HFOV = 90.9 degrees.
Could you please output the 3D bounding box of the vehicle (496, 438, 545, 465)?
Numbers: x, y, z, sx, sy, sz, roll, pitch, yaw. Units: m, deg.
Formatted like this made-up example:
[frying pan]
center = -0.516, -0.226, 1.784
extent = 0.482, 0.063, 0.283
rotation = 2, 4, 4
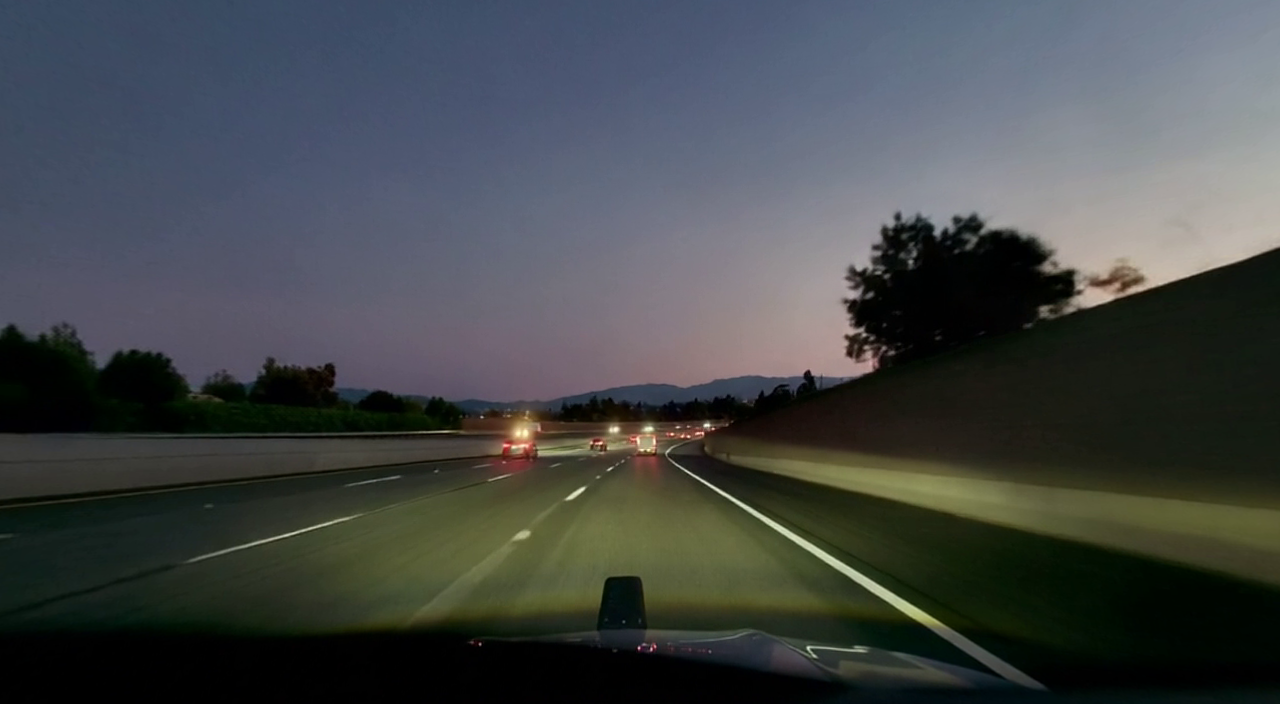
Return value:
[vehicle]
center = -6.993, 5.878, 37.320
extent = 1.966, 1.488, 4.243
rotation = 0, -8, 1
